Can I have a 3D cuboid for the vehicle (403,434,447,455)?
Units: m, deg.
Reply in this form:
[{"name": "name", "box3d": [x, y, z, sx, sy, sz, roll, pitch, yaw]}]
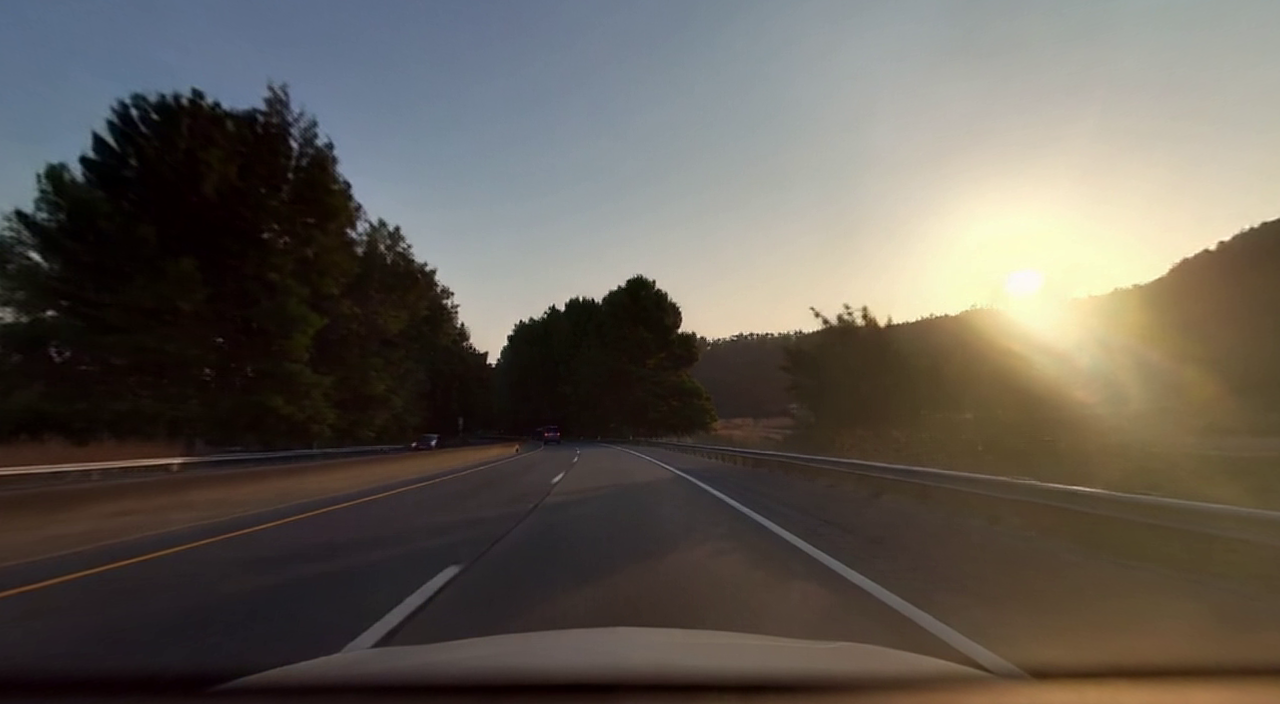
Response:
[{"name": "vehicle", "box3d": [-16.785, 7.219, 49.455, 2.206, 1.596, 4.262, 0, -8, -5]}]
